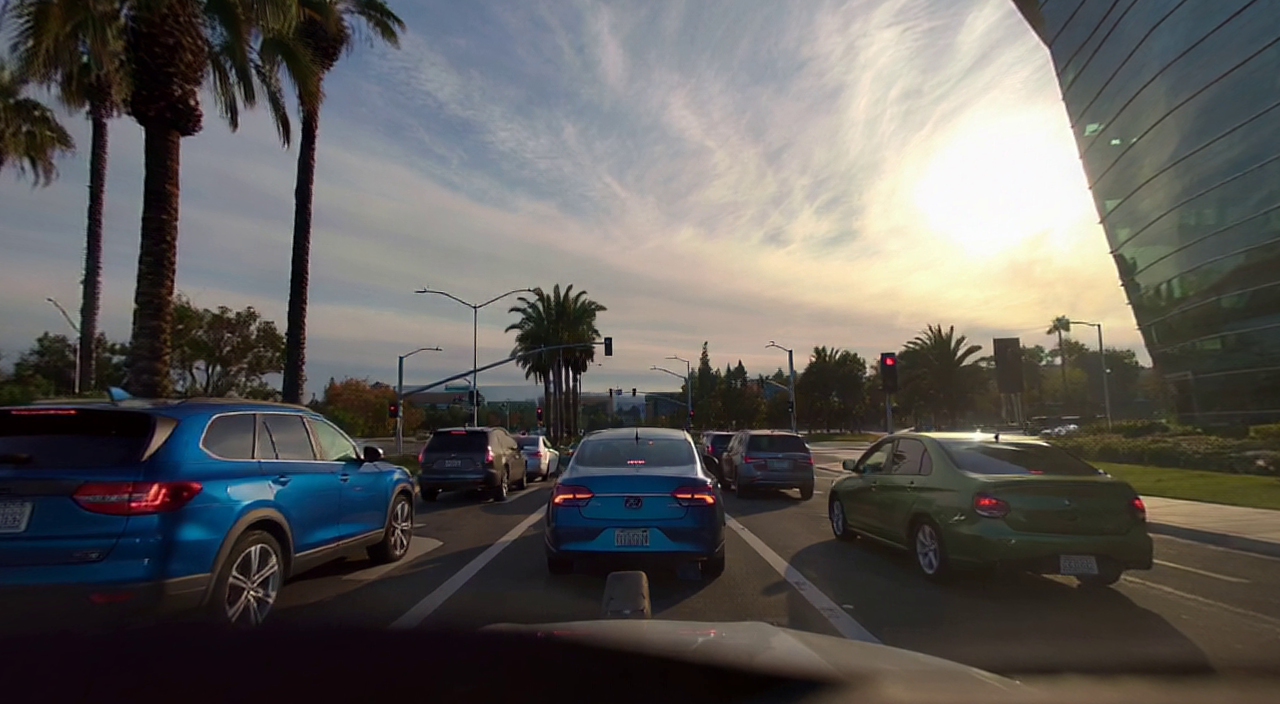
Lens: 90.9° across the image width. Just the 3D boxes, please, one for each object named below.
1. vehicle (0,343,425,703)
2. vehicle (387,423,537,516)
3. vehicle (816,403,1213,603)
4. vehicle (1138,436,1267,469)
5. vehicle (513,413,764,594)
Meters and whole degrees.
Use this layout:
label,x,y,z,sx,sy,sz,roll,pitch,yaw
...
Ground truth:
label,x,y,z,sx,sy,sz,roll,pitch,yaw
vehicle,-3.532,1.153,5.178,2.014,1.775,4.404,0,-8,-1
vehicle,-3.463,2.359,13.073,1.917,1.631,3.768,0,-8,1
vehicle,3.842,1.621,7.679,2.064,1.696,4.431,0,-8,0
vehicle,25.459,4.550,28.644,4.014,1.417,1.777,-1,-8,5
vehicle,-0.053,1.664,7.812,2.219,1.586,4.321,0,-8,-1
